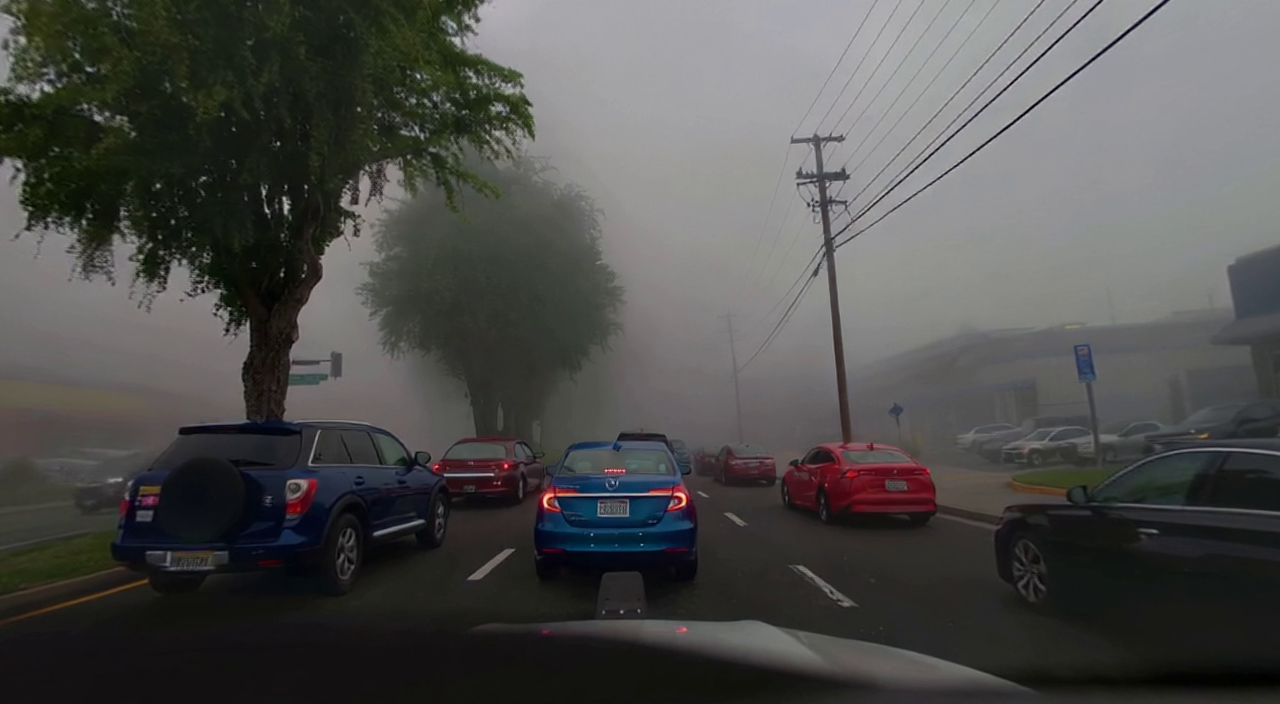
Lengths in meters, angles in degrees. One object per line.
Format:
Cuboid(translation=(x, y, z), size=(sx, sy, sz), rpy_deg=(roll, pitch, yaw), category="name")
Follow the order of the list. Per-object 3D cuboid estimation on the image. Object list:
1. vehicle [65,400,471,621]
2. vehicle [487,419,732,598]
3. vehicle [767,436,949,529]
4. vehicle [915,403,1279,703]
Cuboid(translation=(-3.450, 1.540, 7.082), size=(1.979, 1.697, 4.254), rpy_deg=(0, -9, -1), category="vehicle")
Cuboid(translation=(-0.322, 1.632, 7.396), size=(2.097, 1.511, 3.809), rpy_deg=(0, -9, -2), category="vehicle")
Cuboid(translation=(3.923, 2.416, 12.317), size=(1.909, 1.473, 4.361), rpy_deg=(0, -9, -1), category="vehicle")
Cuboid(translation=(3.652, 1.134, 3.777), size=(1.929, 1.479, 4.723), rpy_deg=(0, -9, 1), category="vehicle")
